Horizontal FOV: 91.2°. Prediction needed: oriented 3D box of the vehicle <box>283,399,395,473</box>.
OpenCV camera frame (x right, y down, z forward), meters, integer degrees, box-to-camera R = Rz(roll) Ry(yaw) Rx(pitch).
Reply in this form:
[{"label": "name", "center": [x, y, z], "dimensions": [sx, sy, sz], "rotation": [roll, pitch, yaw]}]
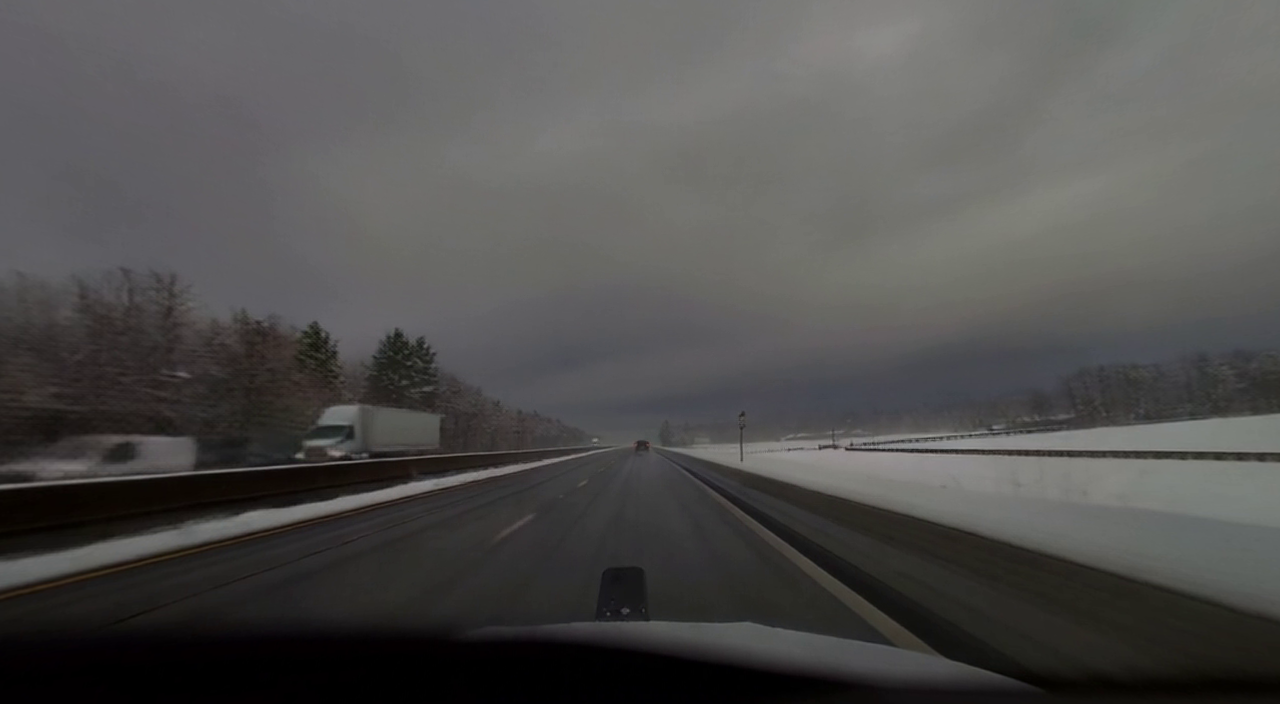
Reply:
[{"label": "vehicle", "center": [-16.973, 4.860, 36.031], "dimensions": [3.040, 3.789, 6.539], "rotation": [0, -9, 0]}]
